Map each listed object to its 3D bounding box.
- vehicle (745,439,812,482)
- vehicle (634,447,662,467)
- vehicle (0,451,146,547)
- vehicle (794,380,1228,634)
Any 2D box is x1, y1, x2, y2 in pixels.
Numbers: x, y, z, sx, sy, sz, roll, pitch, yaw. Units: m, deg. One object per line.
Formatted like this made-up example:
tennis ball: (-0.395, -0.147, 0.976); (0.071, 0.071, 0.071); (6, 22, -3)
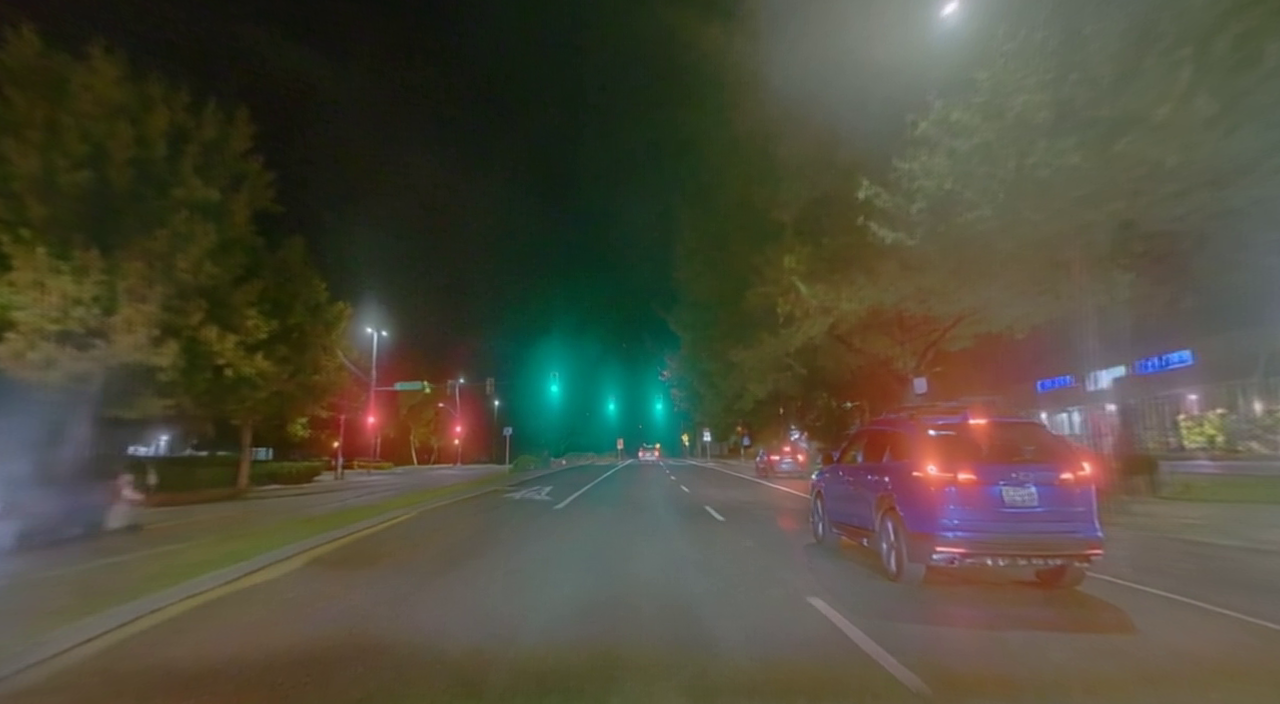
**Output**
vehicle: (6.391, 5.057, 29.698); (2.085, 1.828, 5.383); (0, -9, 2)
vehicle: (0.646, 8.062, 48.665); (2.131, 1.474, 4.146); (0, -8, 2)
vehicle: (-11.362, 2.473, 10.728); (1.955, 1.507, 4.750); (0, -8, 1)
vehicle: (3.292, 1.470, 6.920); (2.033, 1.865, 4.360); (0, -9, -1)
